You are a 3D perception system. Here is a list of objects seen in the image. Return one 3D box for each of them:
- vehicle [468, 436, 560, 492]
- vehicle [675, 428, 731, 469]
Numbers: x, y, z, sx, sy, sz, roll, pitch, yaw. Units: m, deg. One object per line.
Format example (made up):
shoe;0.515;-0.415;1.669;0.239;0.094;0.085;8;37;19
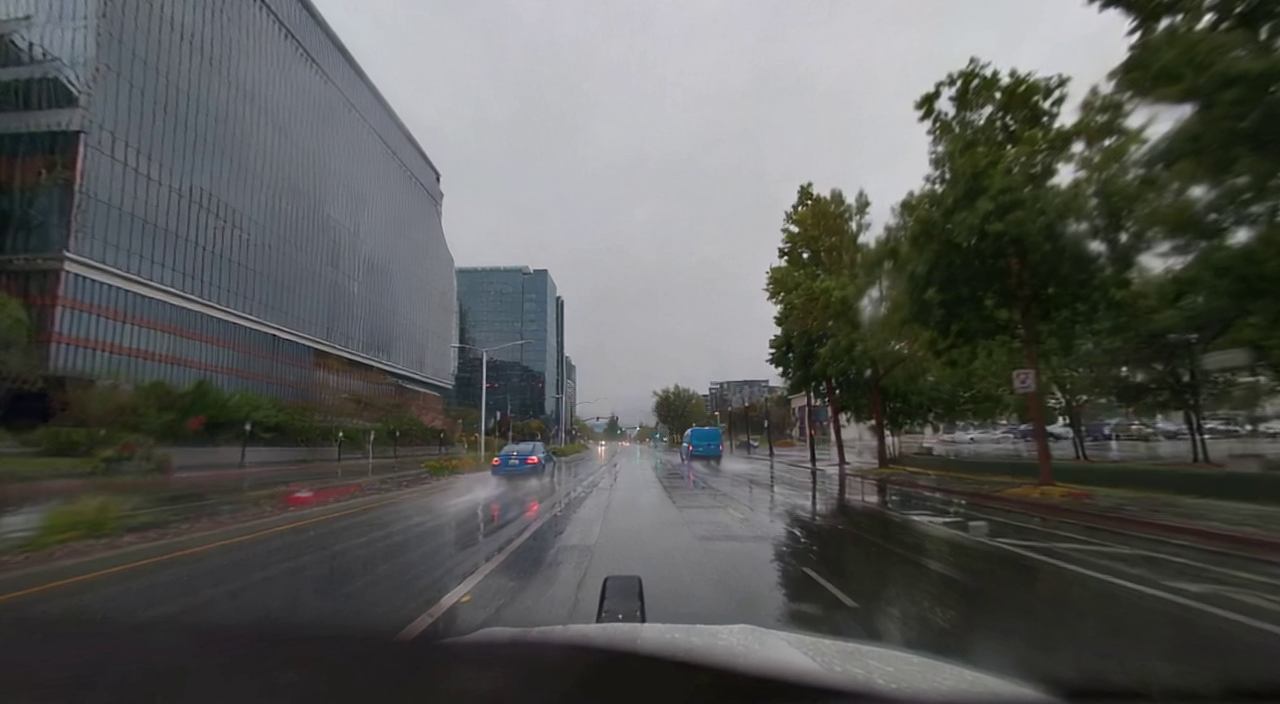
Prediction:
vehicle;-3.640;3.306;18.967;1.864;1.464;4.195;0;-8;0
vehicle;3.125;4.915;32.283;2.200;1.914;5.145;0;-8;-2
